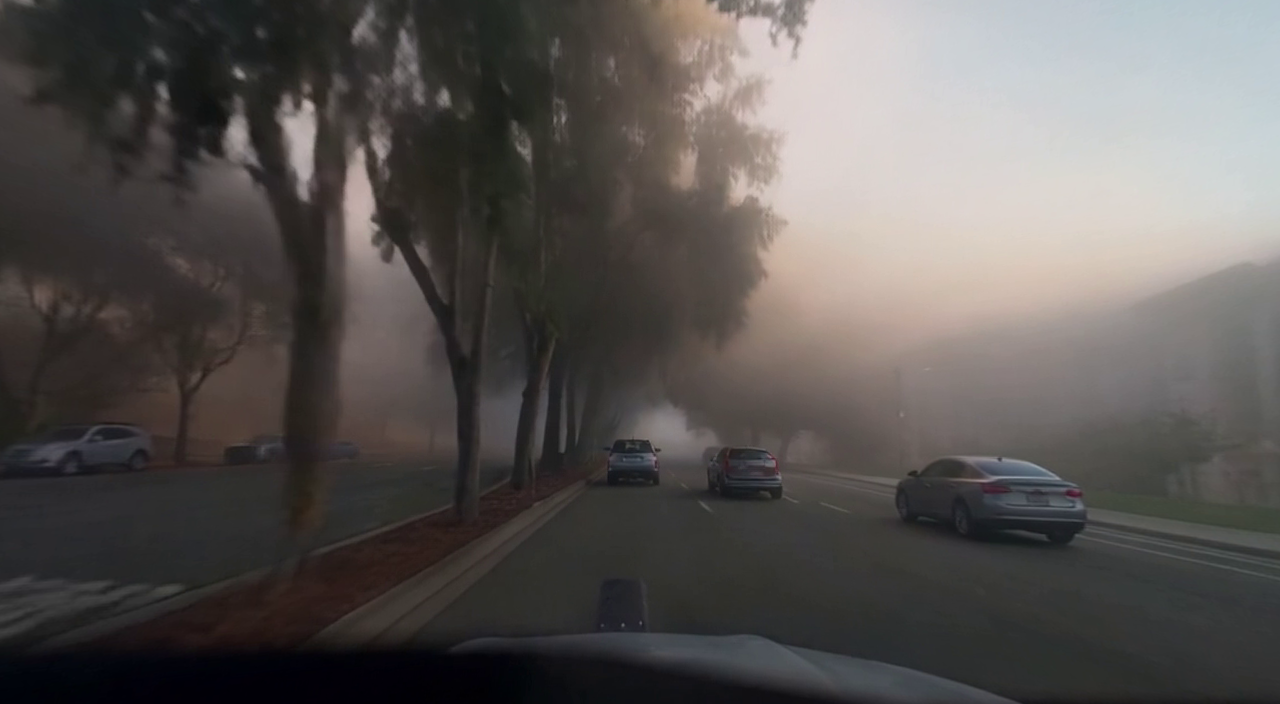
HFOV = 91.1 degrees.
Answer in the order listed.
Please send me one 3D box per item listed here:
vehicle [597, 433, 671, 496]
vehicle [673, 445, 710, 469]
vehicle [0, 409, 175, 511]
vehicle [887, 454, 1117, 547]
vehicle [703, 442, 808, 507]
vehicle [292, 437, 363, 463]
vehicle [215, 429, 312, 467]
[{"bbox_3d":[-0.166,3.367,19.126,2.008,1.674,4.239,0,-8,0],"label":"vehicle"},{"bbox_3d":[3.286,6.830,41.028,2.012,1.462,4.163,0,-9,-1],"label":"vehicle"},{"bbox_3d":[-11.273,2.065,12.286,2.161,1.642,4.587,3,-9,-20],"label":"vehicle"},{"bbox_3d":[6.805,2.788,12.488,1.944,1.458,4.268,0,-9,-1],"label":"vehicle"},{"bbox_3d":[2.905,3.177,16.771,1.932,1.510,4.168,0,-9,-1],"label":"vehicle"},{"bbox_3d":[-18.934,5.961,38.314,1.851,1.477,4.891,0,-9,-1],"label":"vehicle"},{"bbox_3d":[-19.091,4.896,32.142,1.903,1.768,4.985,0,-9,0],"label":"vehicle"}]
